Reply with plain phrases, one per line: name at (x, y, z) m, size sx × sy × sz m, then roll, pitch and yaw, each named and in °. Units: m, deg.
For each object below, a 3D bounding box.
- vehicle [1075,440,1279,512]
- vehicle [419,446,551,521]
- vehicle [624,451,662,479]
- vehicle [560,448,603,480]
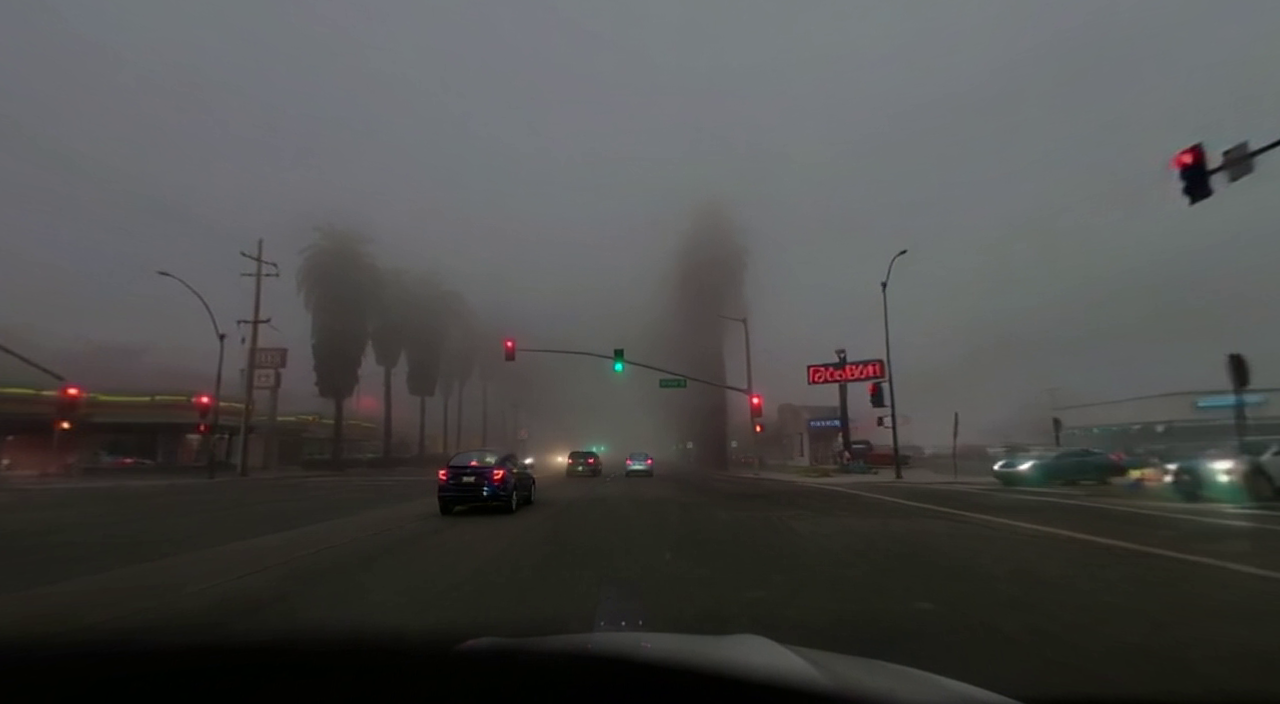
vehicle at (13.095, 2.812, 14.485) m, size 4.532 × 1.504 × 2.087 m, roll 0°, pitch -9°, yaw 0°
vehicle at (-3.494, 3.030, 15.100) m, size 1.904 × 1.513 × 4.410 m, roll 0°, pitch -9°, yaw 2°
vehicle at (0.182, 6.617, 36.940) m, size 2.094 × 1.496 × 4.070 m, roll 0°, pitch -9°, yaw 0°
vehicle at (-3.251, 6.301, 35.542) m, size 1.979 × 1.634 × 3.957 m, roll 0°, pitch -9°, yaw 1°
